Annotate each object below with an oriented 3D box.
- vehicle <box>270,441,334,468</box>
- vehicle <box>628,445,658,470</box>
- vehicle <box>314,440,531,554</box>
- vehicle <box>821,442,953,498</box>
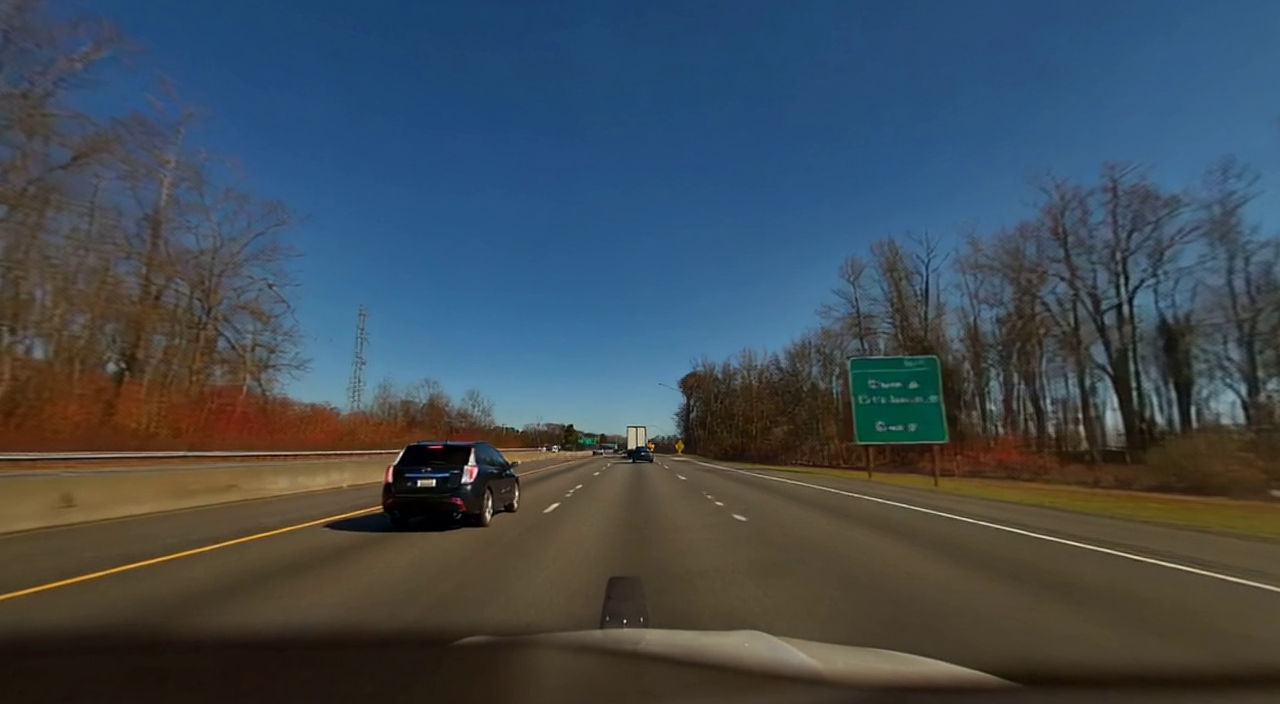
[{"bbox_3d":[-21.861,6.635,40.783,1.876,1.581,4.279,0,-9,-2],"label":"vehicle"},{"bbox_3d":[0.172,6.713,40.025,1.859,1.478,3.799,0,-9,0],"label":"vehicle"},{"bbox_3d":[-3.279,2.264,10.607,2.012,1.500,4.452,0,-9,1],"label":"vehicle"},{"bbox_3d":[7.816,3.767,20.607,2.081,1.576,5.604,0,-9,0],"label":"vehicle"}]
